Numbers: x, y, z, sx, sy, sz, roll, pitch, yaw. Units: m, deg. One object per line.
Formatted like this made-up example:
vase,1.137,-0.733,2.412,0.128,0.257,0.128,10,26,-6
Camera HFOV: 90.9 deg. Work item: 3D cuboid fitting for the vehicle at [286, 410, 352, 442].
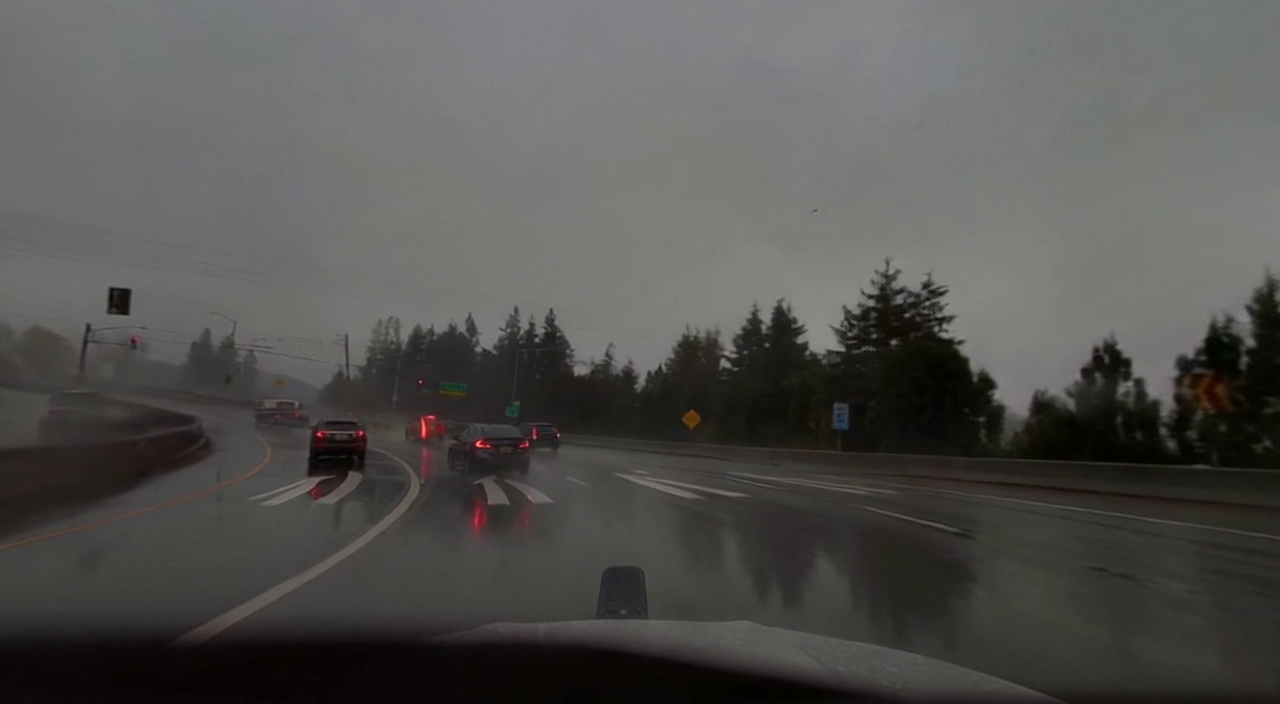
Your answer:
vehicle,-16.670,3.905,32.602,2.033,1.501,4.623,7,-11,-38

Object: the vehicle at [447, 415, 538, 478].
vehicle,-4.703,2.928,19.656,2.140,1.724,4.304,3,-9,-21

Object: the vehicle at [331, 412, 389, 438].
vehicle,-17.864,4.680,40.078,4.364,1.473,1.832,-8,-12,44

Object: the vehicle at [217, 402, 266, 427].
vehicle,-27.757,4.405,43.911,4.459,1.486,1.763,-8,-12,44

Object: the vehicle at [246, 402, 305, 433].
vehicle,-22.539,4.090,38.947,2.076,1.747,4.285,8,-11,-43
